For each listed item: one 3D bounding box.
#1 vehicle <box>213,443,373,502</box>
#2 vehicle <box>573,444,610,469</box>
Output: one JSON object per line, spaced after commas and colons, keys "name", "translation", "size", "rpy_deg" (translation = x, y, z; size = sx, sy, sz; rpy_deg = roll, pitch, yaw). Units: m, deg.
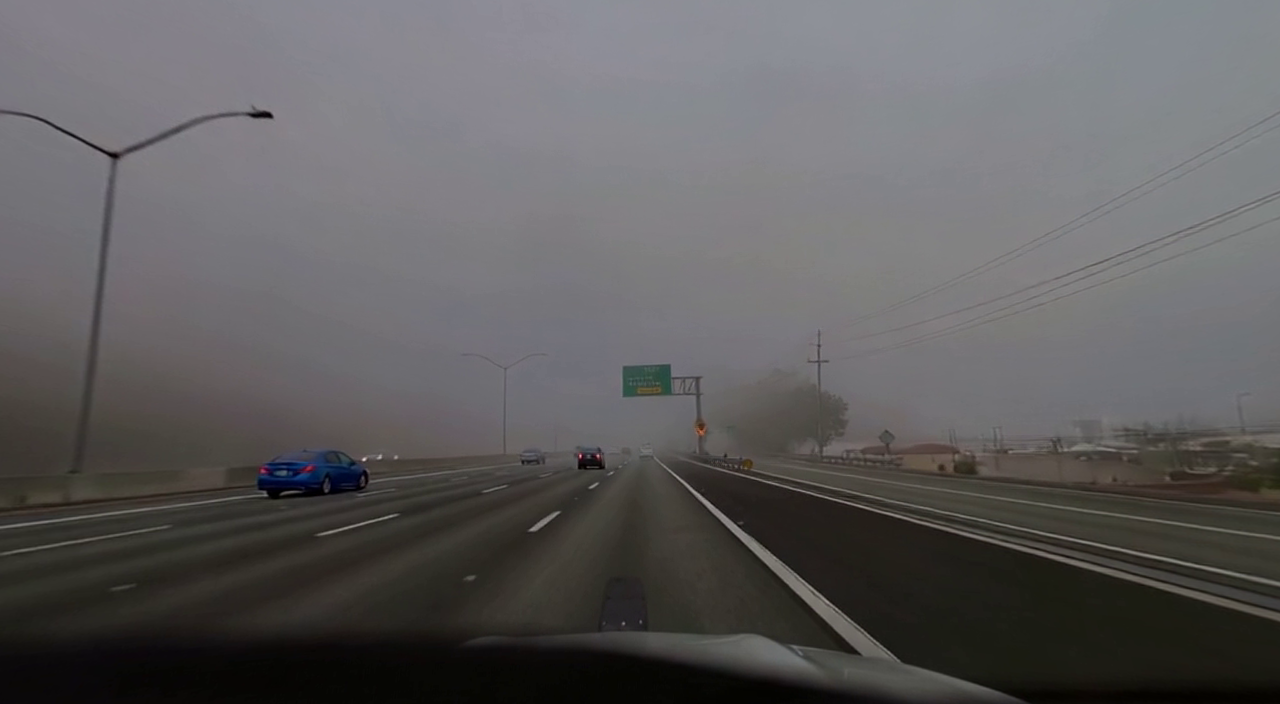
{"name": "vehicle", "translation": [-10.149, 3.517, 19.021], "size": [2.002, 1.526, 4.822], "rpy_deg": [0, -8, 1]}
{"name": "vehicle", "translation": [-3.155, 6.874, 41.726], "size": [2.050, 1.479, 4.342], "rpy_deg": [0, -8, 0]}
